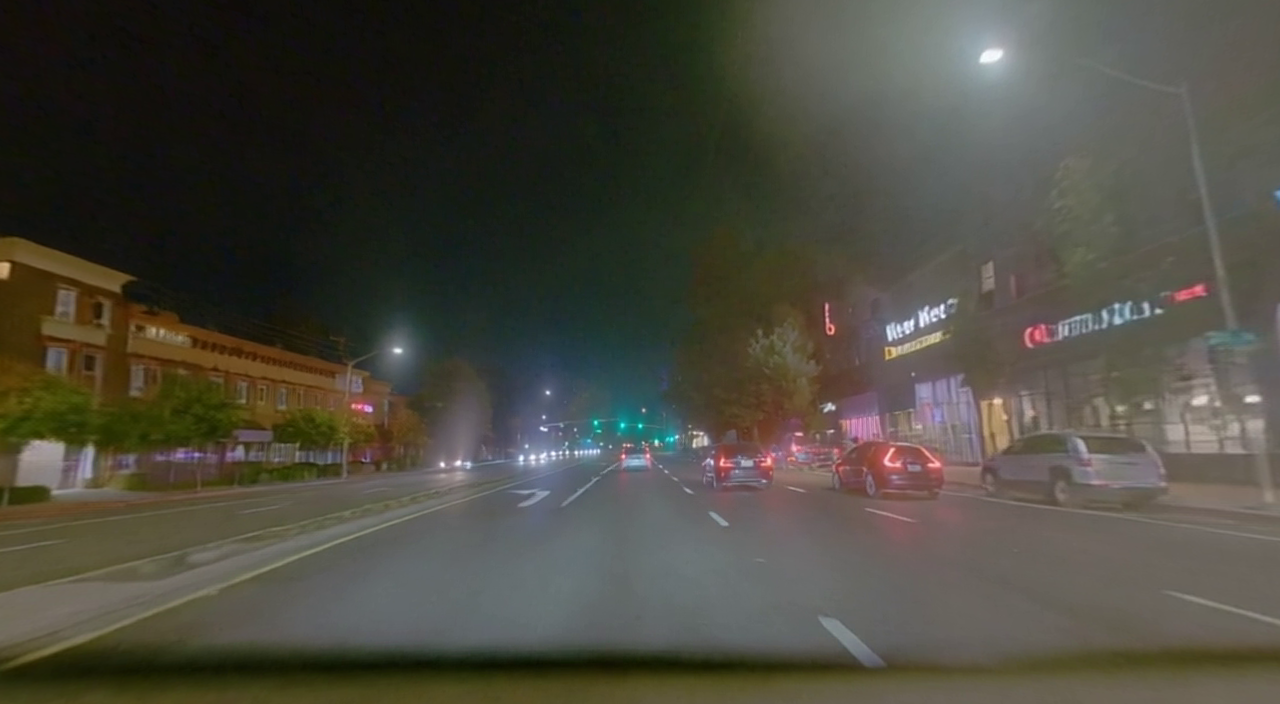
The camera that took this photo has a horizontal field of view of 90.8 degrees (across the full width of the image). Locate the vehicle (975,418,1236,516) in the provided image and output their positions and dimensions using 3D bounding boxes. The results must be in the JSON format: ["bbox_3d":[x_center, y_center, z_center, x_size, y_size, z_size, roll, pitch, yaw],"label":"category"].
[{"bbox_3d":[10.470,2.631,14.920,2.248,1.899,4.942,0,-9,-2],"label":"vehicle"}]

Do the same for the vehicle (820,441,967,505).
[{"bbox_3d":[6.598,3.182,17.100,1.952,1.449,4.544,0,-9,-2],"label":"vehicle"}]

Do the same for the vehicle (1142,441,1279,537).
[{"bbox_3d":[10.486,2.091,9.764,1.763,1.430,4.427,0,-9,0],"label":"vehicle"}]

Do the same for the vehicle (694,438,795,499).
[{"bbox_3d":[2.942,3.405,18.867,2.072,1.545,4.578,0,-9,-2],"label":"vehicle"}]

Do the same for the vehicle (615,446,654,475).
[{"bbox_3d":[-0.309,5.957,34.929,2.052,1.461,4.324,0,-9,0],"label":"vehicle"}]
